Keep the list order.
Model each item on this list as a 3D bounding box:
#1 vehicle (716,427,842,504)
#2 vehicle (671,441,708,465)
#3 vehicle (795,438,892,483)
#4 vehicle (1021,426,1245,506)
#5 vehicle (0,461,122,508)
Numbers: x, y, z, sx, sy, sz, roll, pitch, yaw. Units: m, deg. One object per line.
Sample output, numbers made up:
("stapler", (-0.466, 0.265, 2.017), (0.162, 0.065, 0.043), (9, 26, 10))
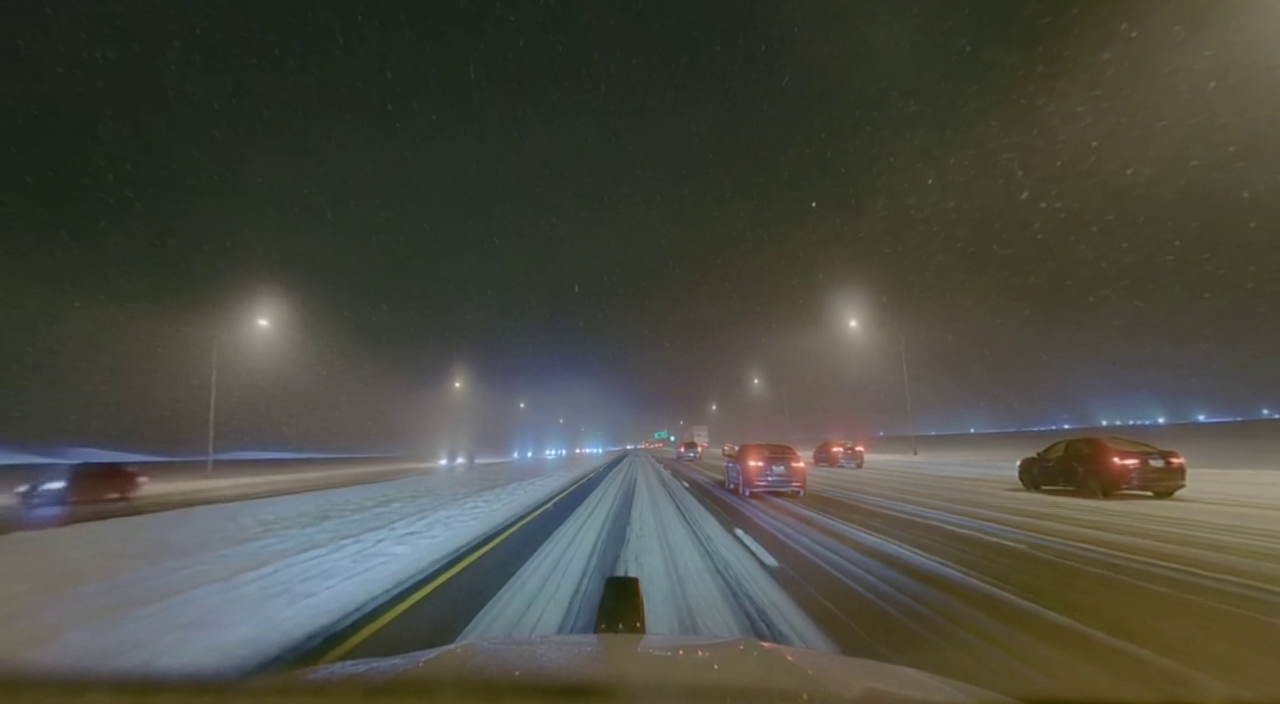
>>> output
("vehicle", (3.210, 2.743, 15.659), (1.977, 1.601, 4.598), (0, -8, -2))
("vehicle", (3.266, 6.748, 42.339), (2.038, 1.477, 4.313), (0, -8, -1))
("vehicle", (7.159, 3.864, 22.725), (1.952, 1.442, 4.259), (0, -8, -1))
("vehicle", (11.046, 2.570, 14.641), (1.844, 1.560, 4.085), (0, -8, 0))
("vehicle", (-21.788, 4.809, 23.293), (1.833, 1.472, 4.107), (0, -8, 0))
